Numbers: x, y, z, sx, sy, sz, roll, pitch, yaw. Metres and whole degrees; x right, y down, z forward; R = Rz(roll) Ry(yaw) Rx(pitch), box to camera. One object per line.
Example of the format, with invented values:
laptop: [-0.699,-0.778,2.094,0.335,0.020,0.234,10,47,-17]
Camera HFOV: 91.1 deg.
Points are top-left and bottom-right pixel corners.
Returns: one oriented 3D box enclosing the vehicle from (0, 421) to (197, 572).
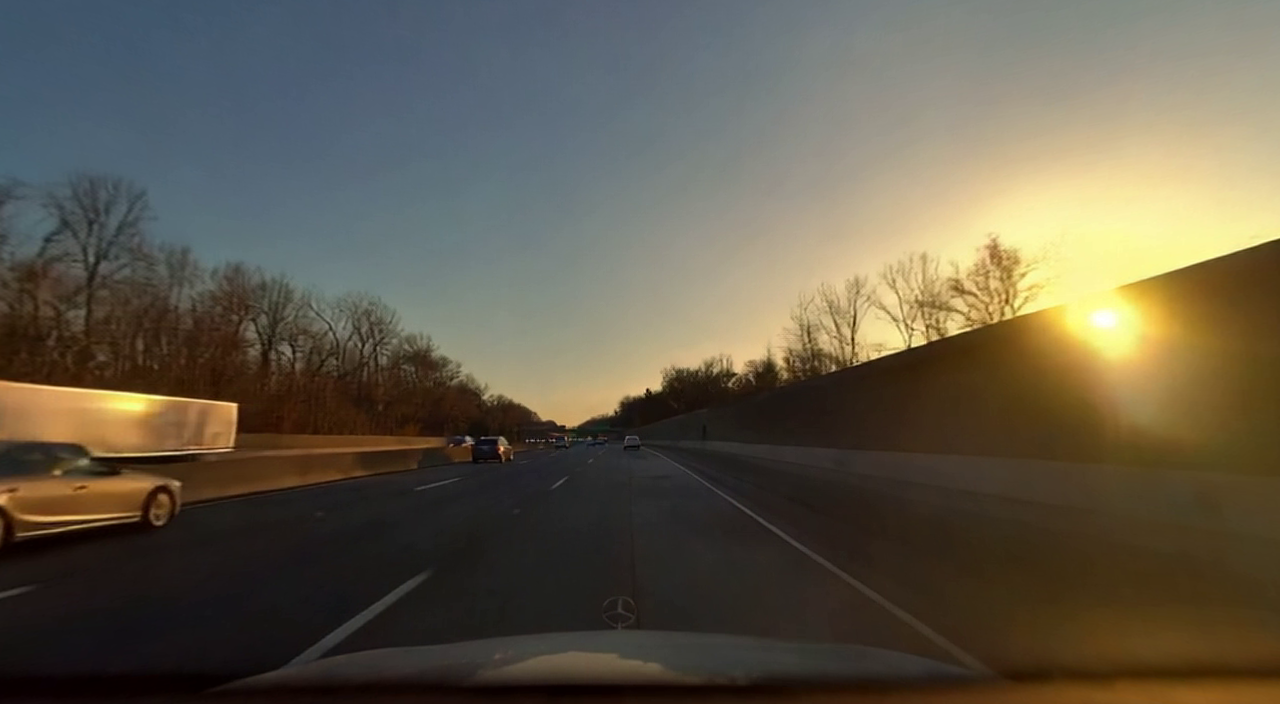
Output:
vehicle: [-7.484,1.522,6.783,2.003,1.523,4.741,0,-8,-1]

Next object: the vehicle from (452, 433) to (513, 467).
vehicle: [-7.652,4.783,30.951,1.972,1.532,4.222,0,-8,-1]
